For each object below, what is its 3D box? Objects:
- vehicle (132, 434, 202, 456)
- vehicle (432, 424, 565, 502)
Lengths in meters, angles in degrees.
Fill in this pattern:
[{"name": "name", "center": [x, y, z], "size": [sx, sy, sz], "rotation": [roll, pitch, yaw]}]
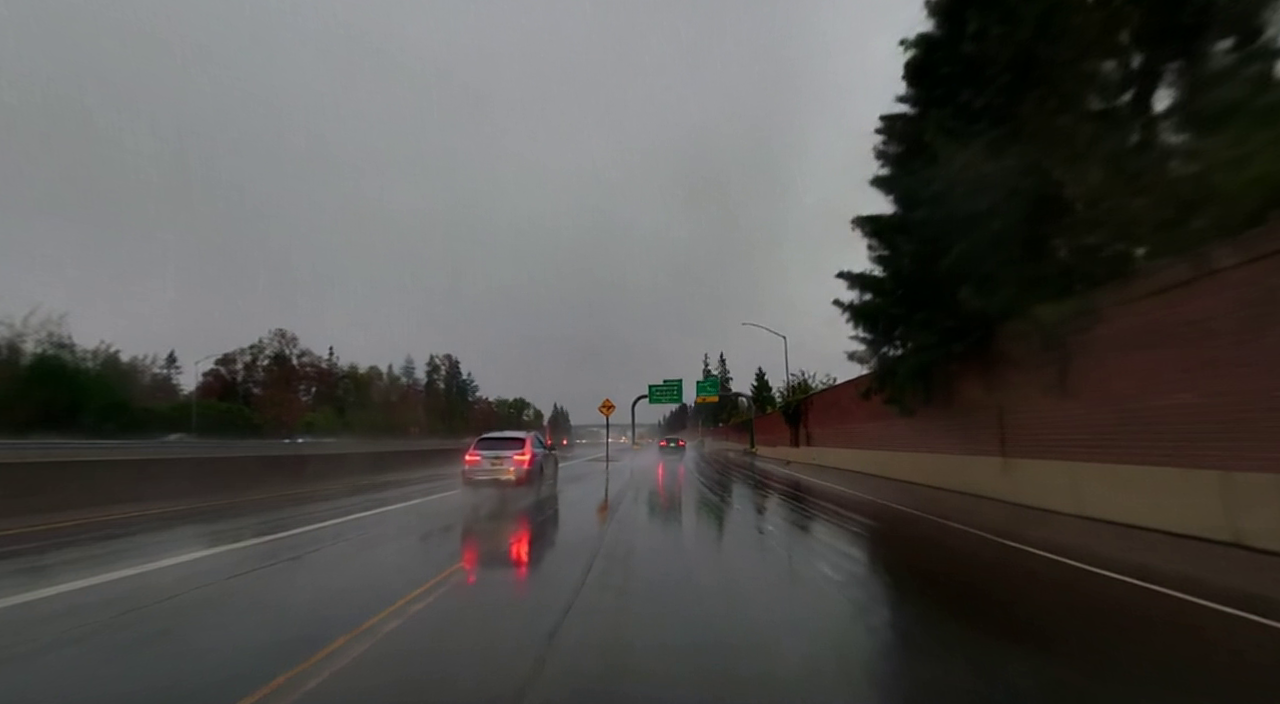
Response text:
[{"name": "vehicle", "center": [-35.997, 7.118, 48.064], "size": [1.806, 1.532, 4.195], "rotation": [2, -9, 4]}, {"name": "vehicle", "center": [-3.400, 2.794, 16.257], "size": [2.151, 1.707, 4.759], "rotation": [0, -9, 2]}]
